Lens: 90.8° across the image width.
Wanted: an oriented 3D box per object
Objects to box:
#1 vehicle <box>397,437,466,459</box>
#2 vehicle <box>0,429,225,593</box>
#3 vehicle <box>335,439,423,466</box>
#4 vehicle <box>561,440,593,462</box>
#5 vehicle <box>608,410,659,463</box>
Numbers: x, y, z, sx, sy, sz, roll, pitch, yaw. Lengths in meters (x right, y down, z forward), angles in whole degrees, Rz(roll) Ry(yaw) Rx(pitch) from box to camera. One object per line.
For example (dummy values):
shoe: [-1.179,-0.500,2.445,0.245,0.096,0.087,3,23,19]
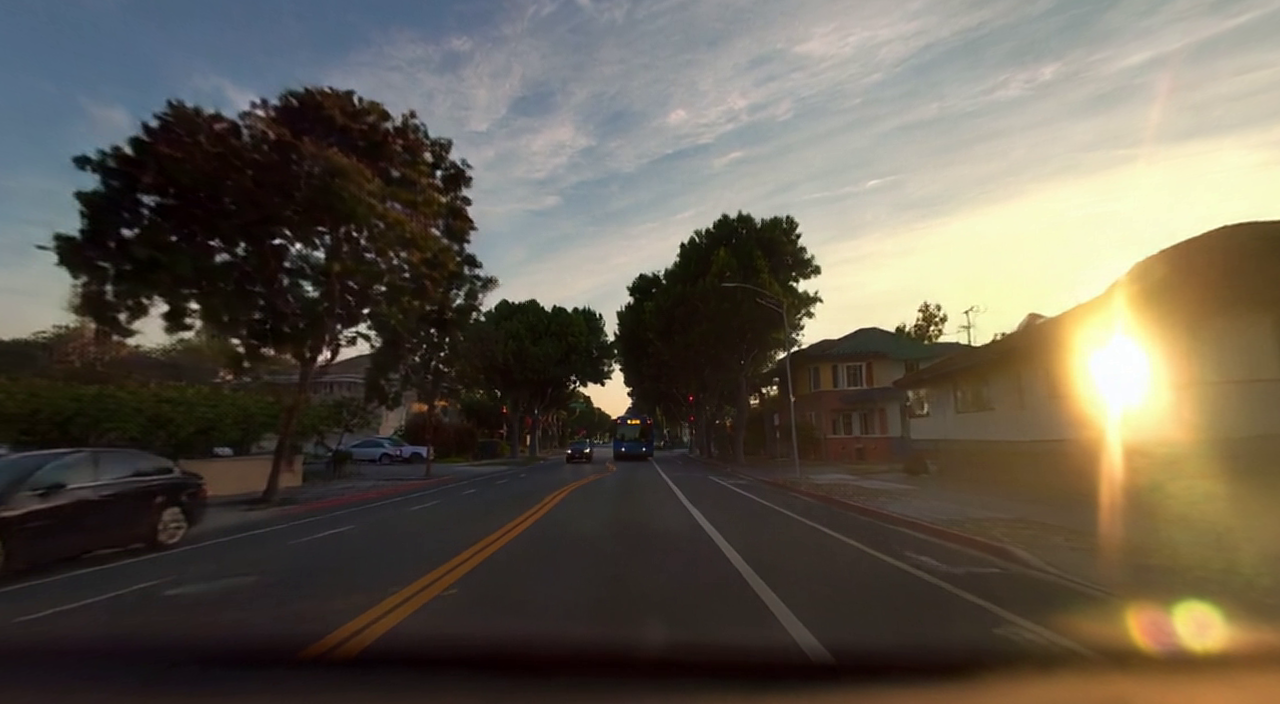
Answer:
vehicle: [-16.340,7.518,49.698,4.778,1.565,1.919,-1,-5,0]
vehicle: [-7.897,2.029,8.322,1.898,1.755,4.603,-5,-9,-1]
vehicle: [-15.631,6.035,38.018,4.481,1.591,1.807,0,-8,-1]
vehicle: [-4.479,7.104,45.450,1.925,1.489,4.235,0,-8,-1]
vehicle: [-0.311,6.211,46.294,3.031,3.200,13.052,3,-8,1]
